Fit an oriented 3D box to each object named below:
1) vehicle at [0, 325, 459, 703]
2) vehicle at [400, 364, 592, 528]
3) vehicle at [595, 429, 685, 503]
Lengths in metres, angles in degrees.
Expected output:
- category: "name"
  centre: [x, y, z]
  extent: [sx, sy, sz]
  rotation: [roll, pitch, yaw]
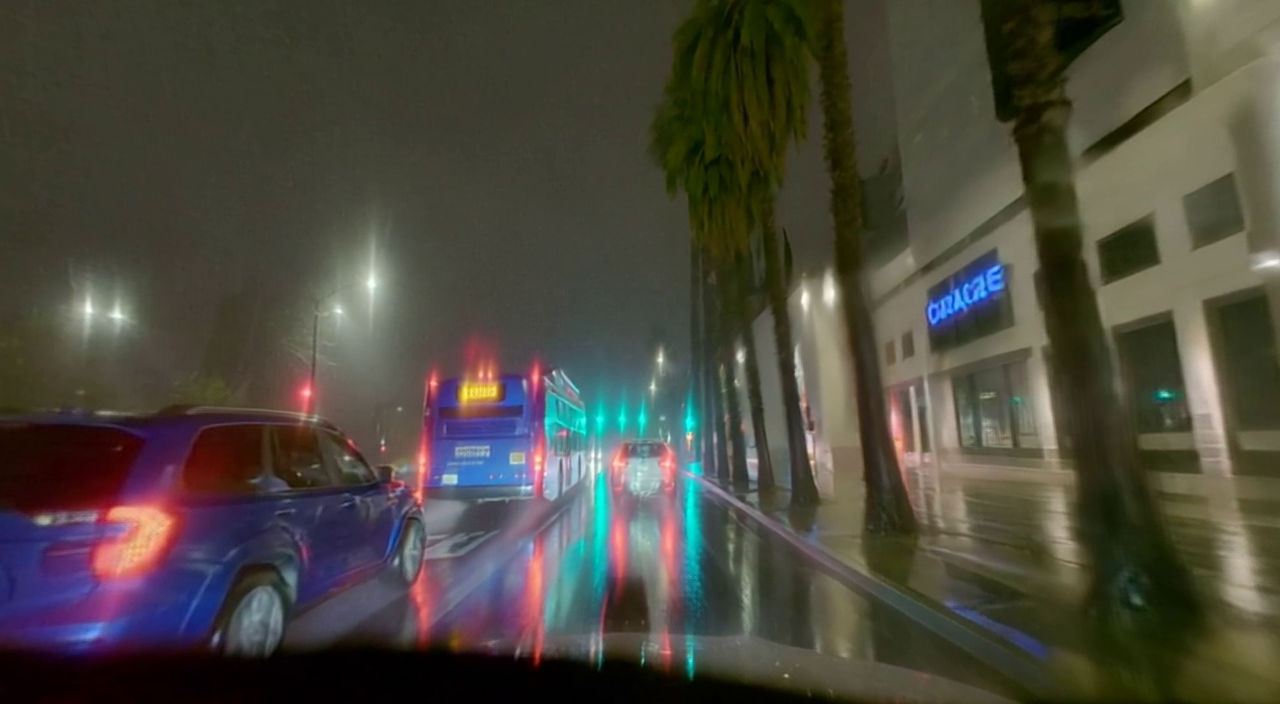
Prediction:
- category: "vehicle"
  centre: [-3.020, 1.131, 4.408]
  extent: [2.124, 1.799, 4.587]
  rotation: [0, -8, 0]
- category: "vehicle"
  centre: [-3.022, 2.362, 16.054]
  extent: [2.775, 3.064, 8.297]
  rotation: [0, -8, 1]
- category: "vehicle"
  centre: [0.006, 2.993, 16.973]
  extent: [2.120, 1.727, 3.917]
  rotation: [0, -8, 0]
